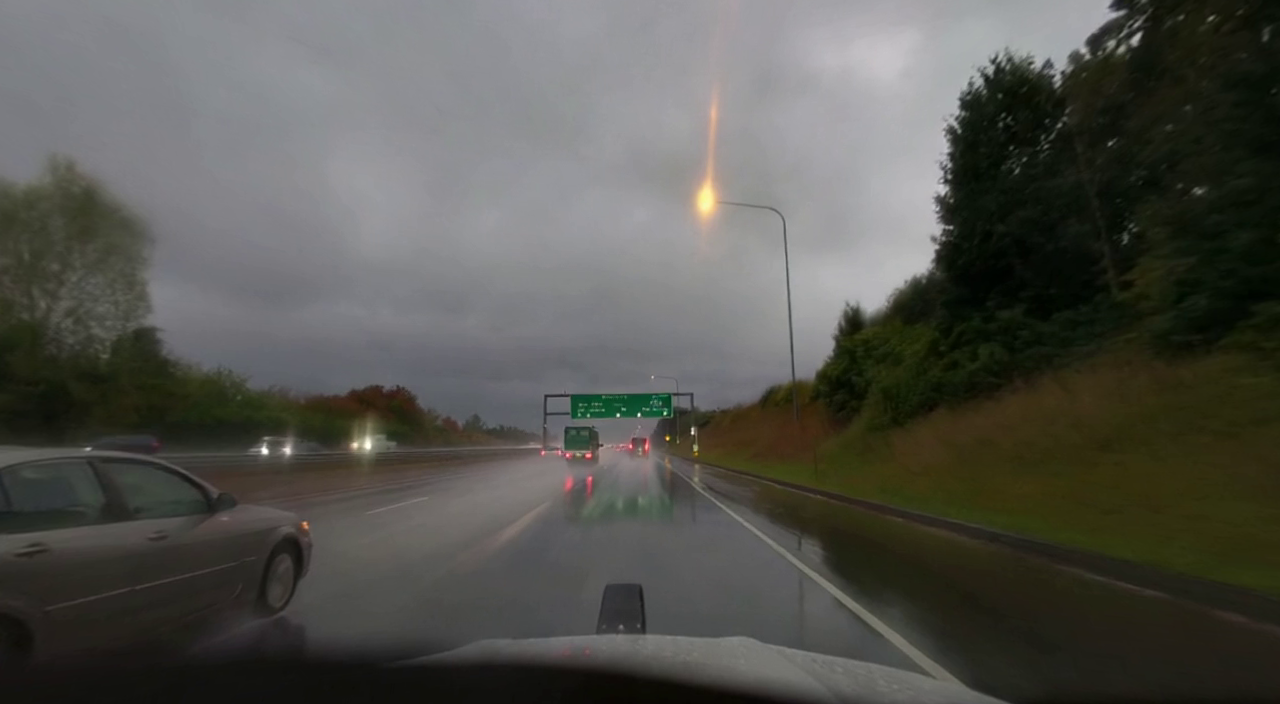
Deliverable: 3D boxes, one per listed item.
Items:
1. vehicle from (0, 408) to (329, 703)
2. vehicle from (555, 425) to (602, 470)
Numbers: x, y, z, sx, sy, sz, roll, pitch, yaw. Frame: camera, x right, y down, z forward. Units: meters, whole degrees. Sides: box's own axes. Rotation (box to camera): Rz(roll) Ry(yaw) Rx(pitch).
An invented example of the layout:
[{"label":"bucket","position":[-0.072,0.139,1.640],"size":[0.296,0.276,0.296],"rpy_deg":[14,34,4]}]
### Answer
[{"label":"vehicle","position":[-3.583,1.062,3.270],"size":[1.924,1.436,3.915],"rpy_deg":[0,-9,0]},{"label":"vehicle","position":[-3.607,5.781,38.087],"size":[2.290,2.453,5.561],"rpy_deg":[0,-9,0]}]
